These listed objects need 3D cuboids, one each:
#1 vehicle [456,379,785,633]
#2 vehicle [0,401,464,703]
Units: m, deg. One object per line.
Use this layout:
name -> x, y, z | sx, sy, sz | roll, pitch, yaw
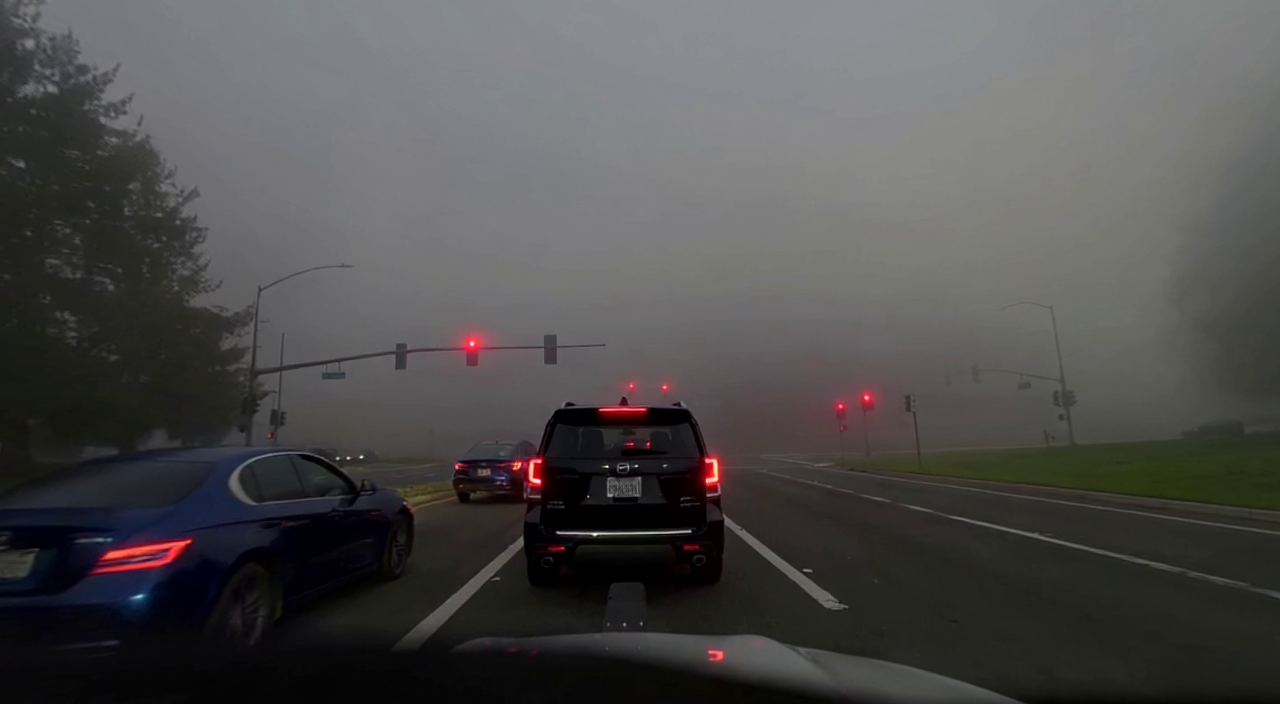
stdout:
vehicle -> -0.166, 1.380, 6.573 | 2.298, 1.770, 4.138 | 0, -8, -1
vehicle -> -3.308, 1.362, 5.552 | 2.061, 1.504, 5.142 | 0, -8, 0
